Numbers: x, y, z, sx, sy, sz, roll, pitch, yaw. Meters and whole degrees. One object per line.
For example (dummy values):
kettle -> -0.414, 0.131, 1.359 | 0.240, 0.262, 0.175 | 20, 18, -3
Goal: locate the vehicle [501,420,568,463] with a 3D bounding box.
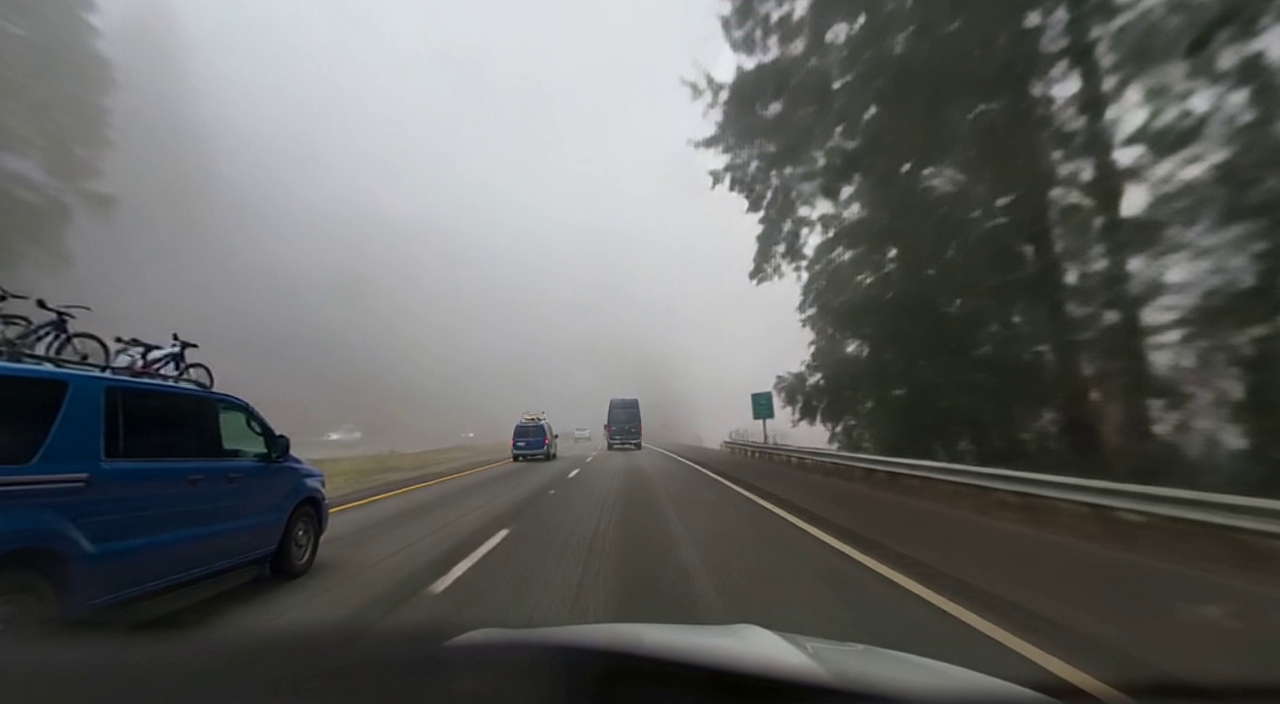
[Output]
vehicle -> -4.307, 3.751, 26.454 | 2.110, 1.636, 4.453 | 0, -8, -1

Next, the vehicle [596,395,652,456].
vehicle -> -0.885, 3.969, 33.562 | 2.647, 2.896, 6.480 | 0, -8, -2

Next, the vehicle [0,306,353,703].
vehicle -> -3.704, 0.812, 3.501 | 2.069, 1.751, 4.720 | 0, -8, -1
